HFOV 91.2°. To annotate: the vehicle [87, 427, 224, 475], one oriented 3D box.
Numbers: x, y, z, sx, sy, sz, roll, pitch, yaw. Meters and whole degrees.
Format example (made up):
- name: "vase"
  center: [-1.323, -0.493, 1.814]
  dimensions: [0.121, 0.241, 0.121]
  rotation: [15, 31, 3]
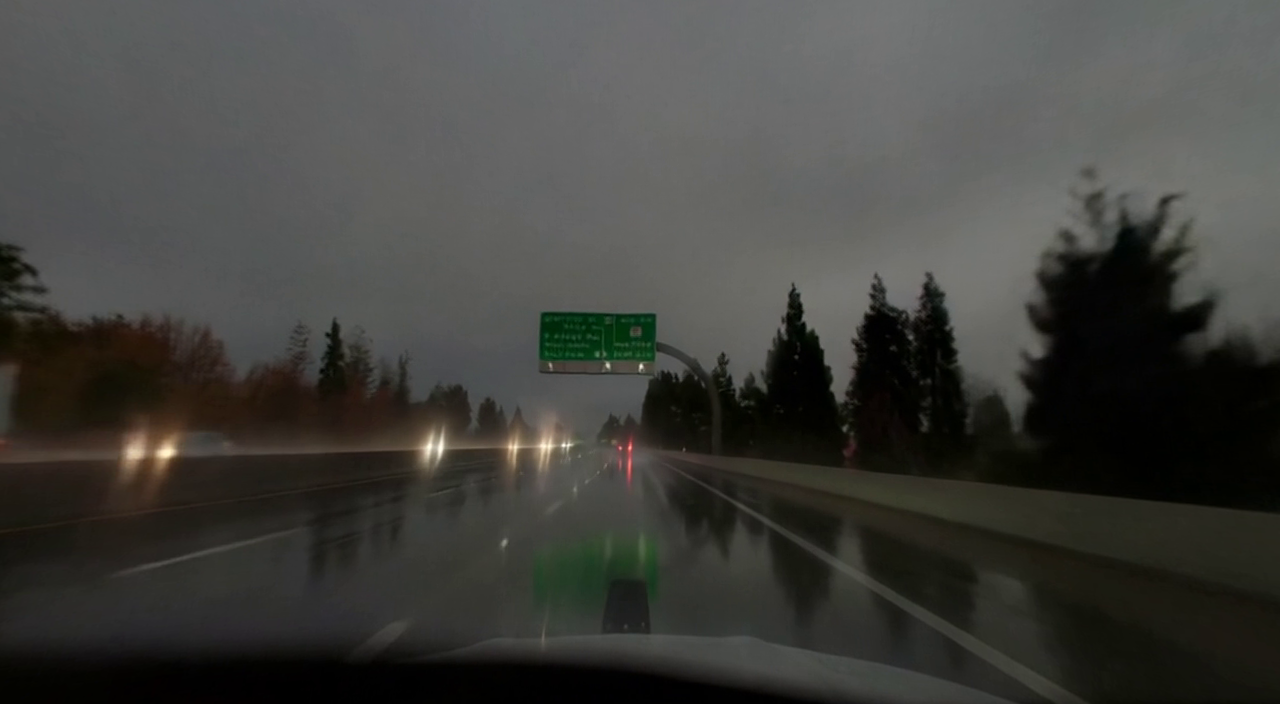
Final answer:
- name: "vehicle"
  center: [-21.242, 4.372, 27.855]
  dimensions: [2.056, 1.882, 4.990]
  rotation: [0, -9, 0]
